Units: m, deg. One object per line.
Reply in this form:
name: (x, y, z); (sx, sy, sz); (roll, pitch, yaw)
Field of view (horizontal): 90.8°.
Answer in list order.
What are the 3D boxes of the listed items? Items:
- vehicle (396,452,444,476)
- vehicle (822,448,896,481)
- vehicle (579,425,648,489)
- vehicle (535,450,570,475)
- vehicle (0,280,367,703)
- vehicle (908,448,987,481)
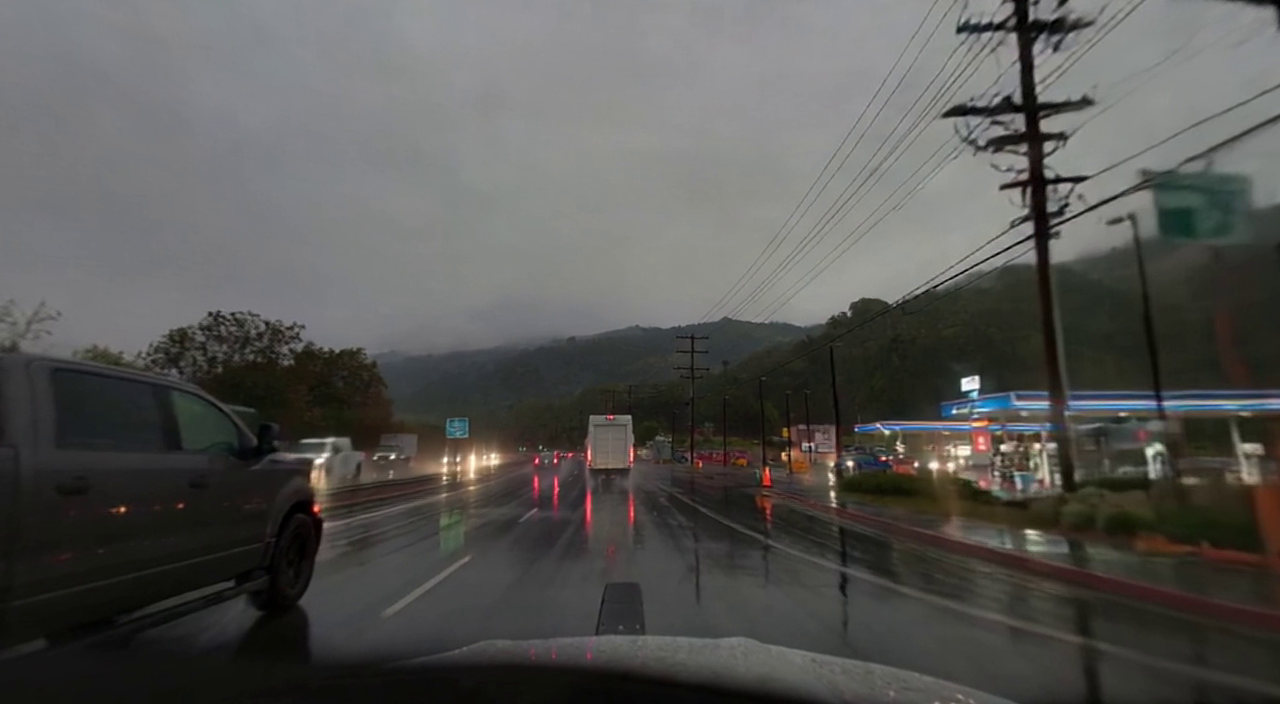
vehicle: (-15.038, 7.644, 43.342); (1.993, 1.455, 3.967); (0, -9, -3)
vehicle: (14.031, 7.106, 40.323); (5.331, 1.917, 2.166); (8, -12, -43)
vehicle: (-1.085, 4.211, 25.556); (2.486, 2.280, 5.291); (0, -9, -3)
vehicle: (-5.637, 7.172, 41.172); (1.972, 1.496, 4.150); (1, -9, -4)
vehicle: (-3.815, 0.817, 3.215); (2.345, 2.012, 5.693); (0, -9, -1)
vehicle: (18.821, 6.805, 38.586); (5.424, 1.844, 2.255); (7, -11, -40)
